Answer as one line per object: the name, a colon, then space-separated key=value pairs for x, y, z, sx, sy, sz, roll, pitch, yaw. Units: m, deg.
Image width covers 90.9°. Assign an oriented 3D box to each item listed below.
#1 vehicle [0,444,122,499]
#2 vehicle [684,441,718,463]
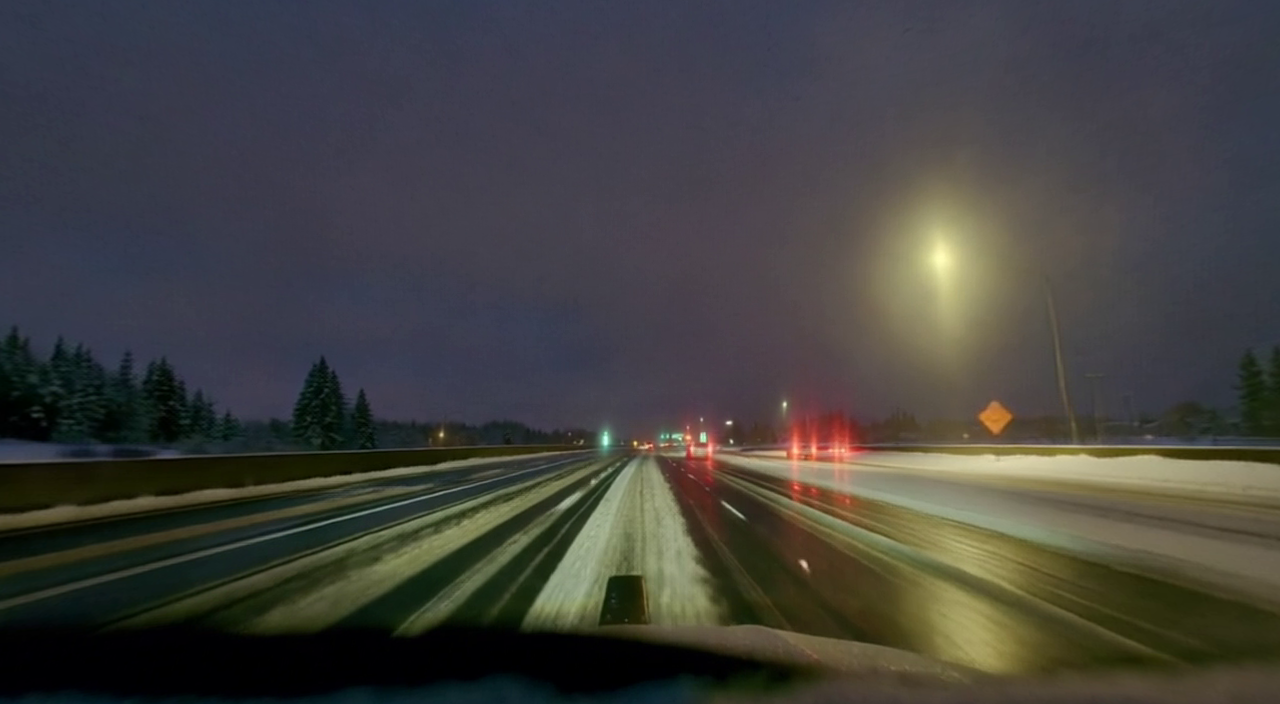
vehicle: x=-17.942 y=3.424 z=18.353 sx=1.913 sy=1.440 sz=4.374 roll=0 pitch=-8 yaw=1
vehicle: x=4.276 y=7.069 z=44.703 sx=1.912 sy=1.478 sz=4.125 roll=0 pitch=-8 yaw=0
